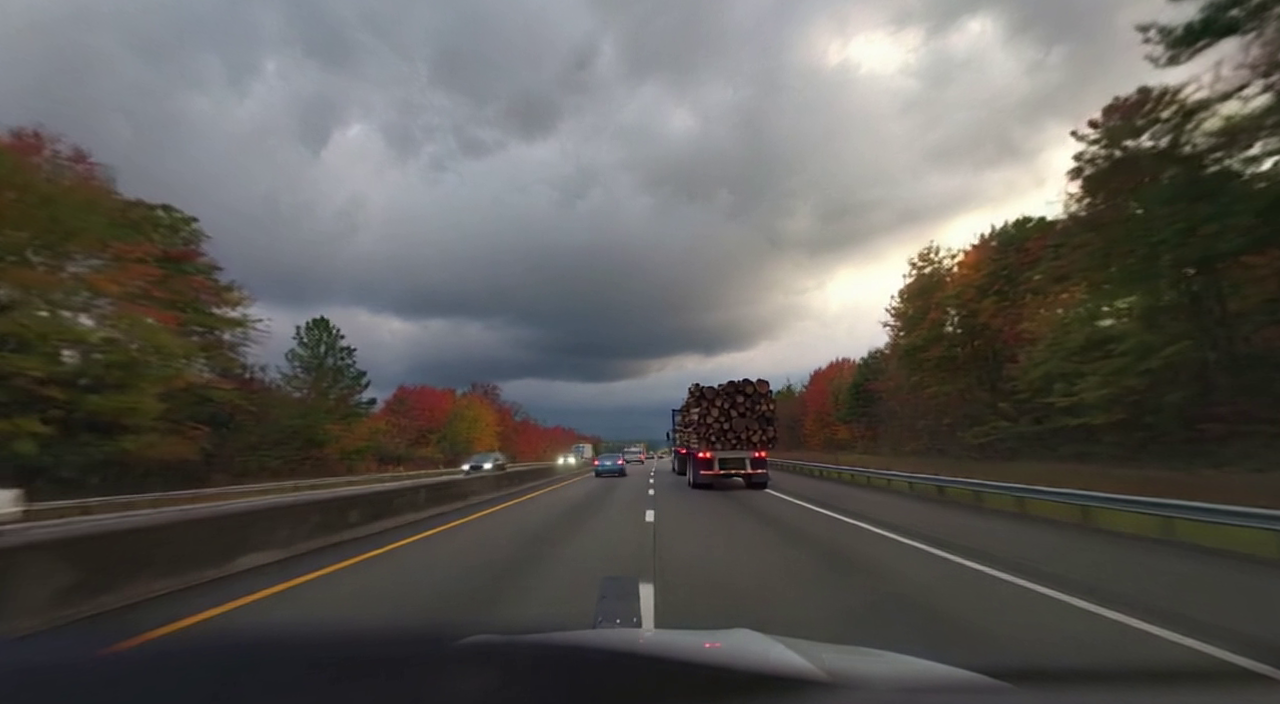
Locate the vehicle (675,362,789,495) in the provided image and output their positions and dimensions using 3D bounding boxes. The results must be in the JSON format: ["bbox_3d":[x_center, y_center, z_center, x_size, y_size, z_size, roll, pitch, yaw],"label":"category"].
[{"bbox_3d":[2.965,2.914,22.943,3.004,3.923,8.363,-1,-9,1],"label":"vehicle"}]

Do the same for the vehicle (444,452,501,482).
[{"bbox_3d":[-9.842,6.781,37.141,1.999,1.621,4.465,-1,-9,2],"label":"vehicle"}]

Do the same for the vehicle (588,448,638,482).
[{"bbox_3d":[-1.247,5.435,30.336,2.099,1.506,4.097,-1,-9,2],"label":"vehicle"}]
